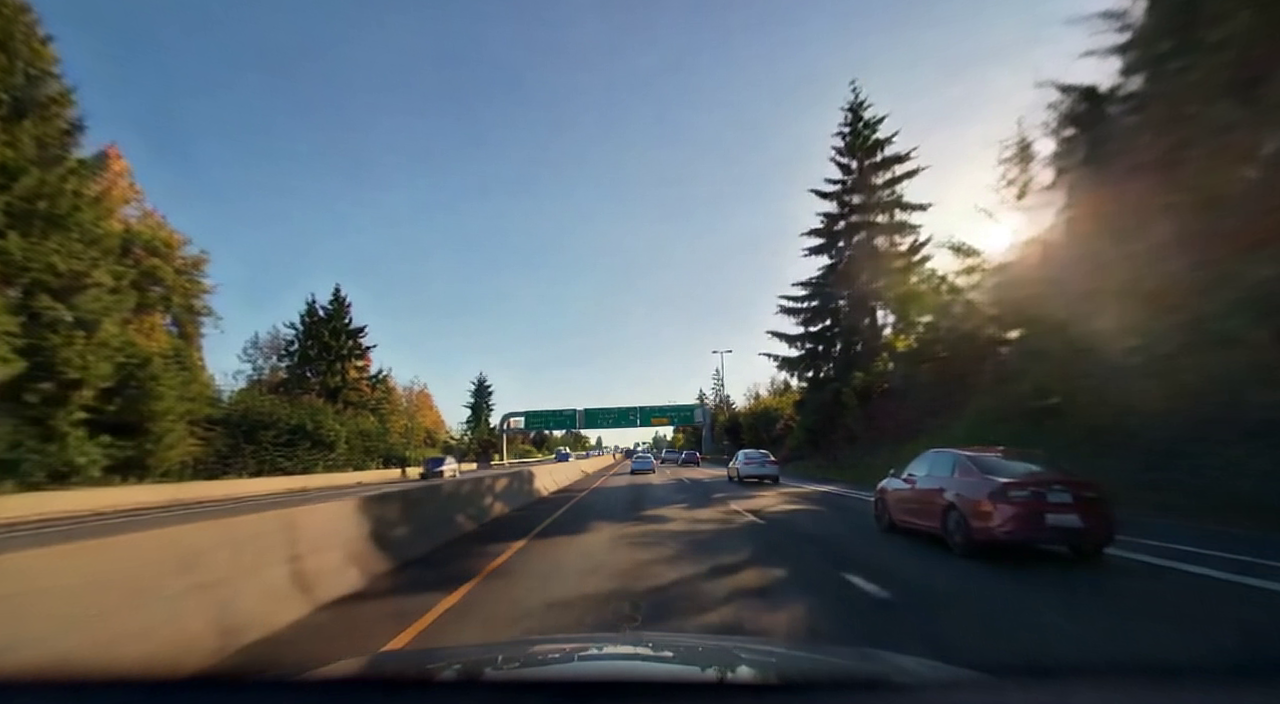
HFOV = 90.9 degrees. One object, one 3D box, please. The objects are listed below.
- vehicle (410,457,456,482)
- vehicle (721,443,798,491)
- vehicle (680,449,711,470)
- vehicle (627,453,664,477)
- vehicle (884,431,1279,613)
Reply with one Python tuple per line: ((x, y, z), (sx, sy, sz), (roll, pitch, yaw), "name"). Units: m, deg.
((-13.544, 7.691, 41.473), (1.727, 1.466, 3.671), (0, -9, 1), "vehicle")
((4.415, 4.318, 24.064), (1.969, 1.639, 4.472), (0, -9, -1), "vehicle")
((4.284, 8.400, 49.454), (1.935, 1.594, 3.981), (0, -9, -2), "vehicle")
((0.314, 6.515, 36.584), (2.012, 1.320, 3.777), (0, -9, 0), "vehicle")
((4.548, 1.725, 7.231), (1.952, 1.495, 3.740), (0, -9, -1), "vehicle")
